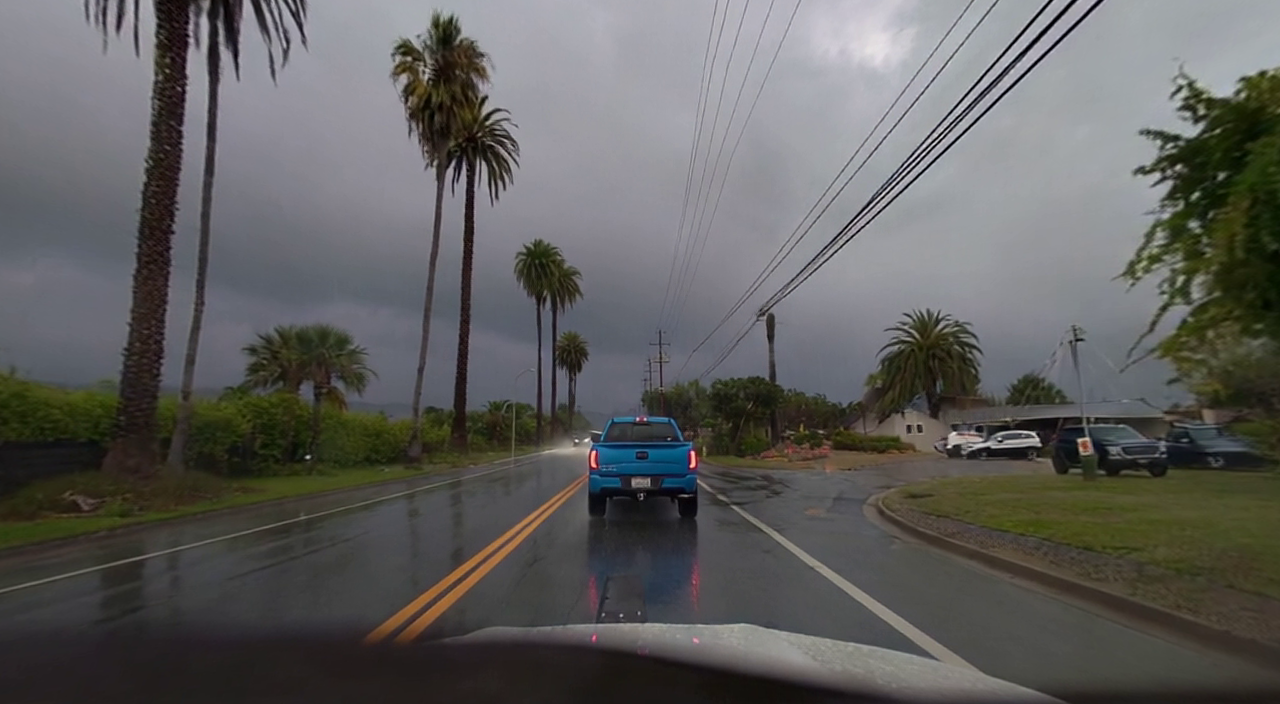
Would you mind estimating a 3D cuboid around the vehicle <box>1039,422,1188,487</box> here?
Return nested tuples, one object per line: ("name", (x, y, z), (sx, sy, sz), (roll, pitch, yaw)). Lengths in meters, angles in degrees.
("vehicle", (16.009, 3.504, 21.897), (2.338, 1.917, 6.076), (-4, -9, 20))

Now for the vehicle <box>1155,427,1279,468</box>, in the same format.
("vehicle", (24.474, 4.019, 26.396), (4.314, 1.553, 1.948), (0, -11, -7))

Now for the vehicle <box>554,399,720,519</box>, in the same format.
("vehicle", (-0.062, 2.285, 13.888), (2.848, 2.047, 5.885), (0, -8, 0))

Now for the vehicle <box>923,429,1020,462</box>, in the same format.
("vehicle", (20.391, 5.832, 39.263), (2.277, 1.836, 6.267), (-1, -9, -4))
